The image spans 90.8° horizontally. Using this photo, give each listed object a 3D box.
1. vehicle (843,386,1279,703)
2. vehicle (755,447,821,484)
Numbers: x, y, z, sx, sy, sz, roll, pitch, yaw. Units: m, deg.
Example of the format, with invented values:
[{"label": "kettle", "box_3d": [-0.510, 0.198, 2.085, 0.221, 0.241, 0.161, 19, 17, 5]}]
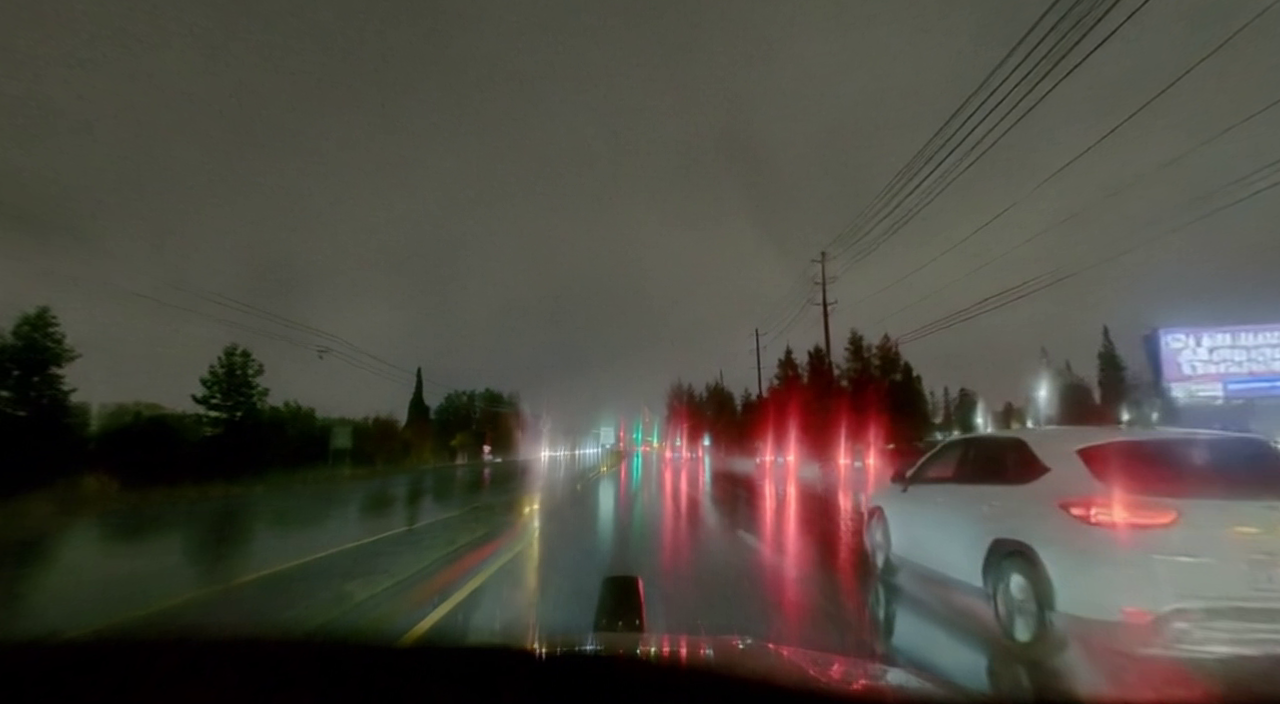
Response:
[{"label": "vehicle", "box_3d": [3.341, 1.295, 5.016, 2.078, 1.668, 4.078, 0, -9, 0]}, {"label": "vehicle", "box_3d": [6.462, 4.984, 28.145, 1.882, 1.476, 4.344, 0, -8, 0]}]
